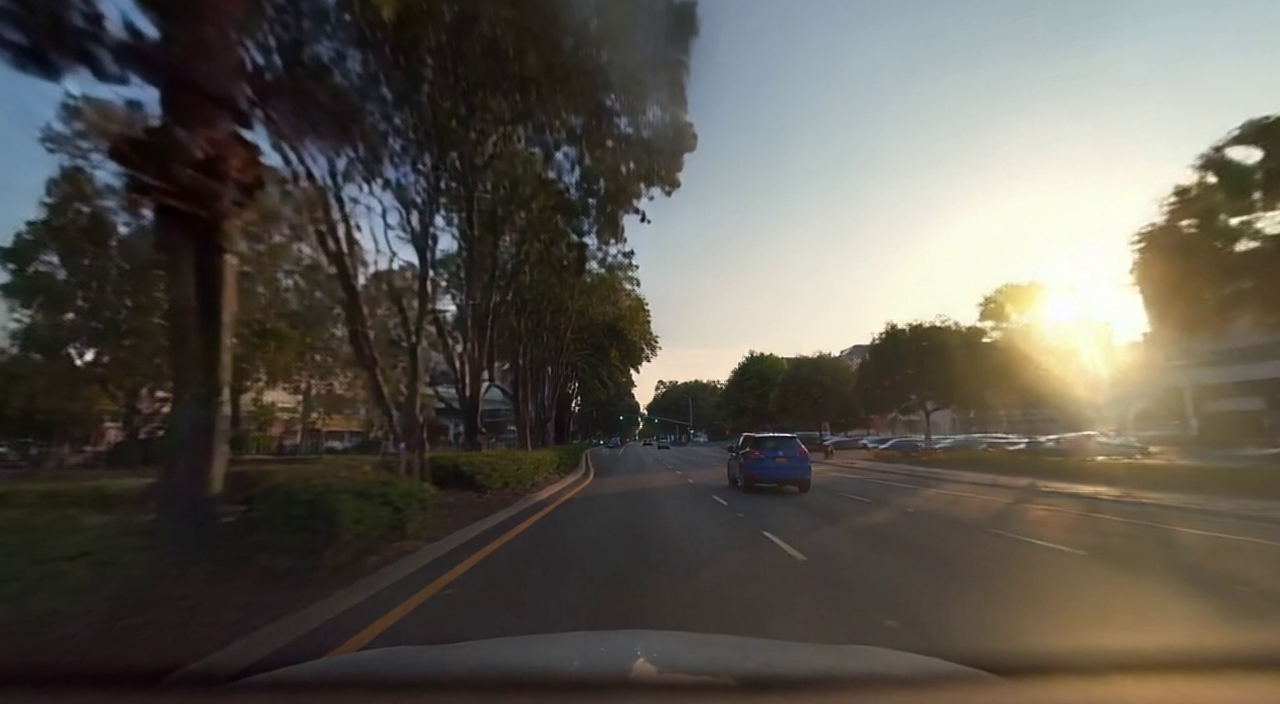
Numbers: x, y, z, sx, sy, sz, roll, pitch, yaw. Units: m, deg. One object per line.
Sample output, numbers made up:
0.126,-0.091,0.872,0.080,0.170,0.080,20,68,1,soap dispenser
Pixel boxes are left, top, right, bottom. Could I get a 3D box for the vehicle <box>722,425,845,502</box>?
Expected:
3.475,2.801,16.210,2.072,1.696,4.177,0,-8,-1,vehicle
